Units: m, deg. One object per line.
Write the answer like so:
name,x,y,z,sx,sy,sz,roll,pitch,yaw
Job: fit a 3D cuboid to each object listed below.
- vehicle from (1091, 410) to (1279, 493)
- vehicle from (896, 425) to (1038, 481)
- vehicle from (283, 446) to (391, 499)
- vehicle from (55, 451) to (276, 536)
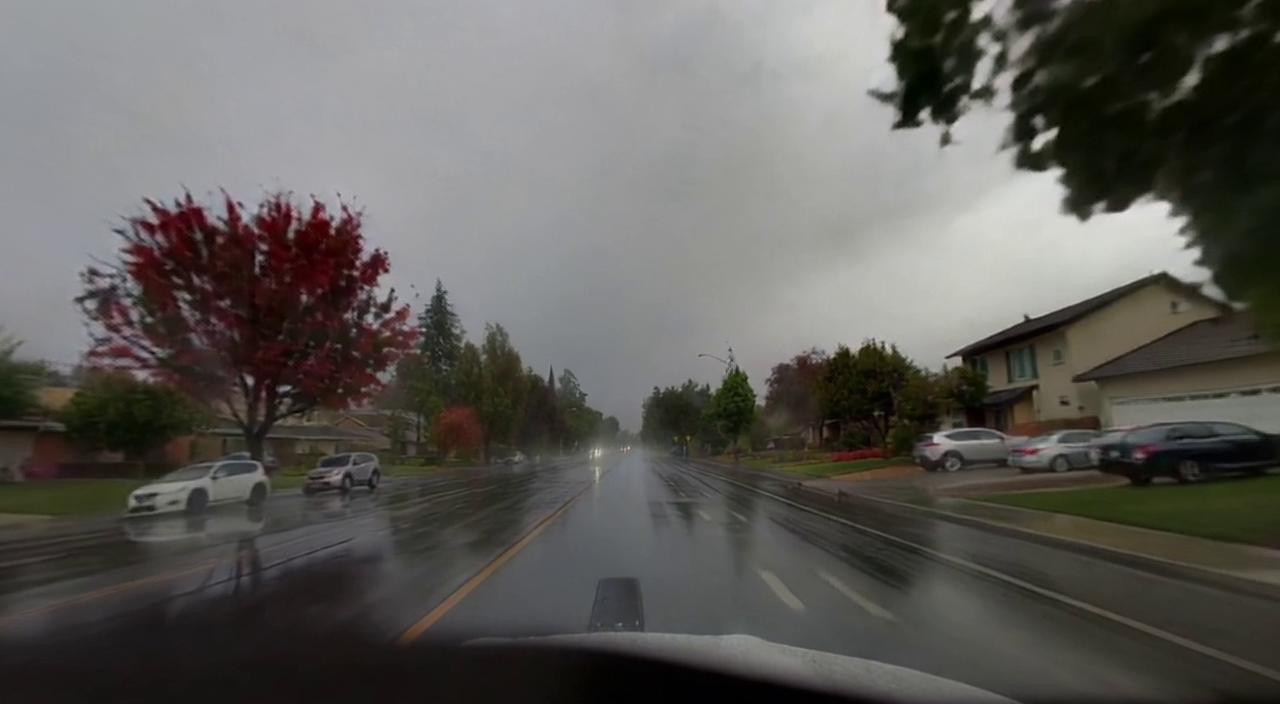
vehicle,14.585,2.486,16.112,4.498,1.831,2.059,-2,-8,-1
vehicle,12.263,3.787,23.887,4.194,1.850,1.951,-2,-8,-4
vehicle,-12.218,4.852,25.882,2.105,1.930,4.541,0,-9,0
vehicle,-12.059,3.545,16.655,2.007,1.663,5.077,-2,-7,-1
